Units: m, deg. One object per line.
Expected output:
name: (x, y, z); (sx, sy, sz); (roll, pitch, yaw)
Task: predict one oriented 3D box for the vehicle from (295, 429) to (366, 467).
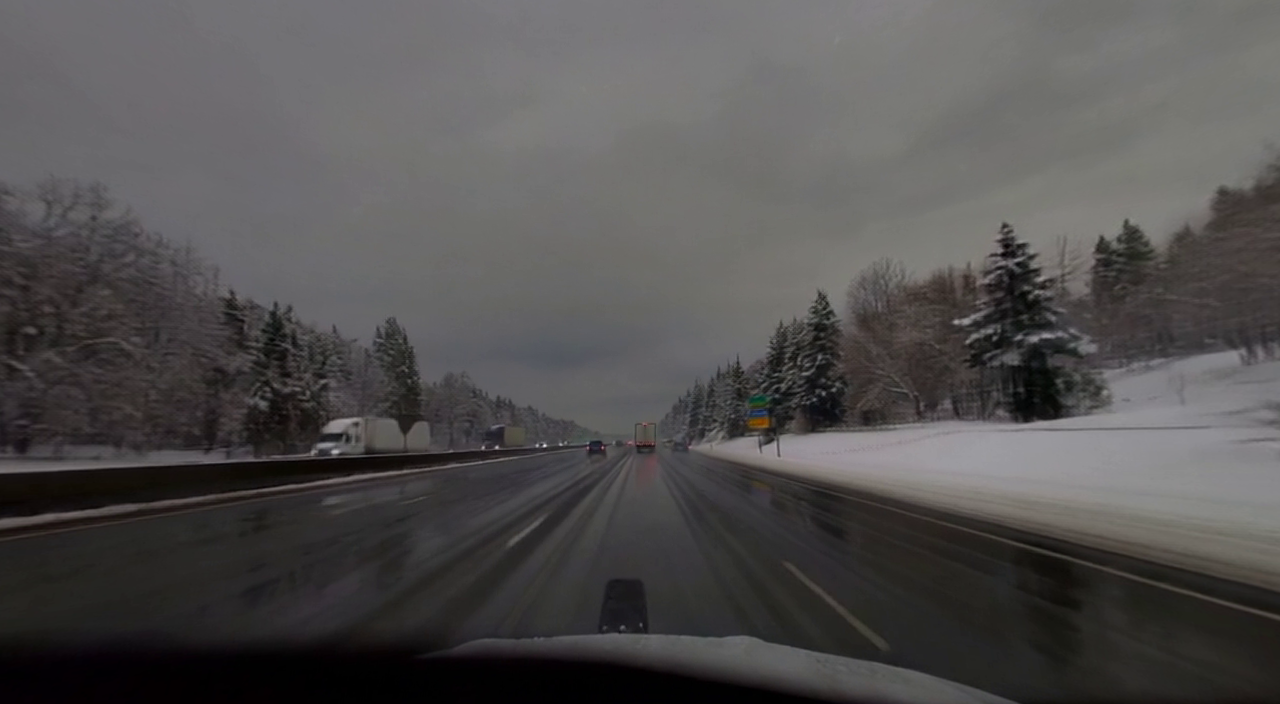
vehicle: (-23.936, 7.416, 48.990); (2.523, 2.744, 5.403); (0, -8, 2)
